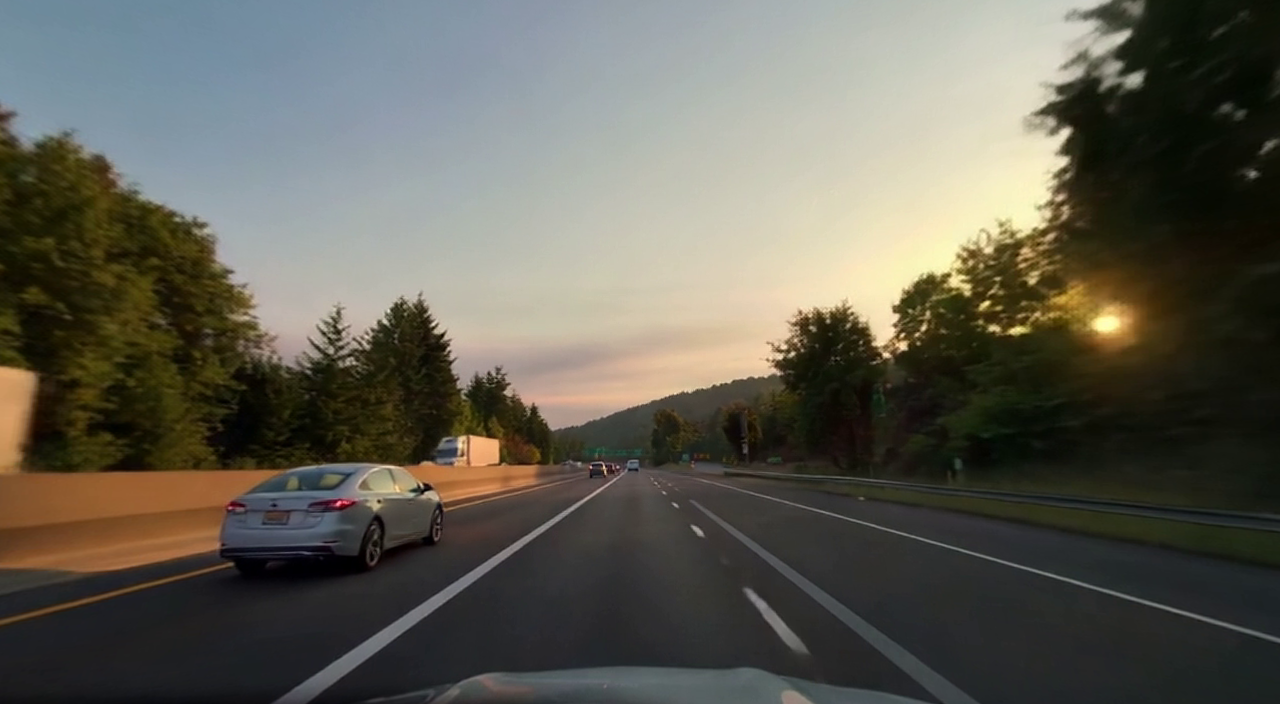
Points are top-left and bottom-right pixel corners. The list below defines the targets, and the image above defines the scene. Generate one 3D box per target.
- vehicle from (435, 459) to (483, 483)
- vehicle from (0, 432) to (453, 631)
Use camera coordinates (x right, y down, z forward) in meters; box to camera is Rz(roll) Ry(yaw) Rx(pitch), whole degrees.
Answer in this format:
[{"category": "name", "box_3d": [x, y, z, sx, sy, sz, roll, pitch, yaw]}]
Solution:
[{"category": "vehicle", "box_3d": [-12.091, 7.957, 42.339, 1.852, 1.479, 4.517, 1, -10, 0]}, {"category": "vehicle", "box_3d": [-3.798, 1.754, 7.009, 1.998, 1.427, 4.462, 1, -10, 0]}]
